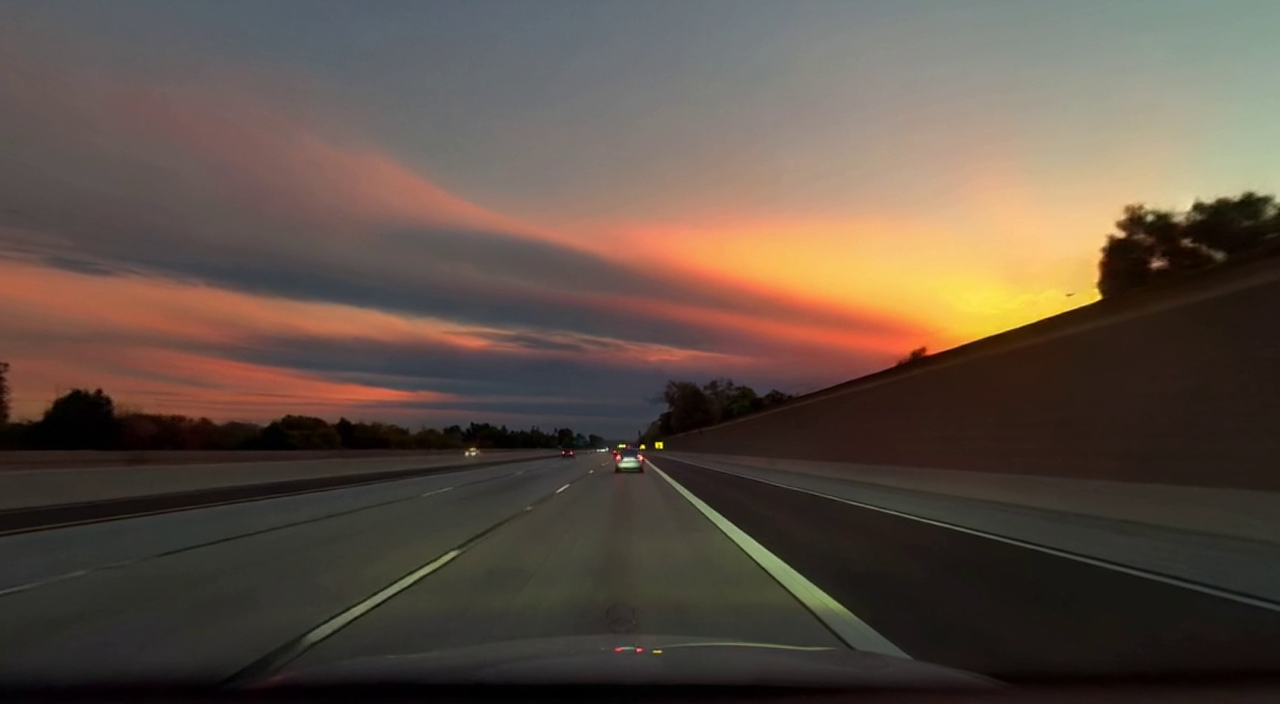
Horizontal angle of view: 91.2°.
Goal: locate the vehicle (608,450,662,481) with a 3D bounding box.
[{"bbox_3d":[-0.293,5.494,30.746,2.398,1.336,5.698,0,-9,-1],"label":"vehicle"}]
